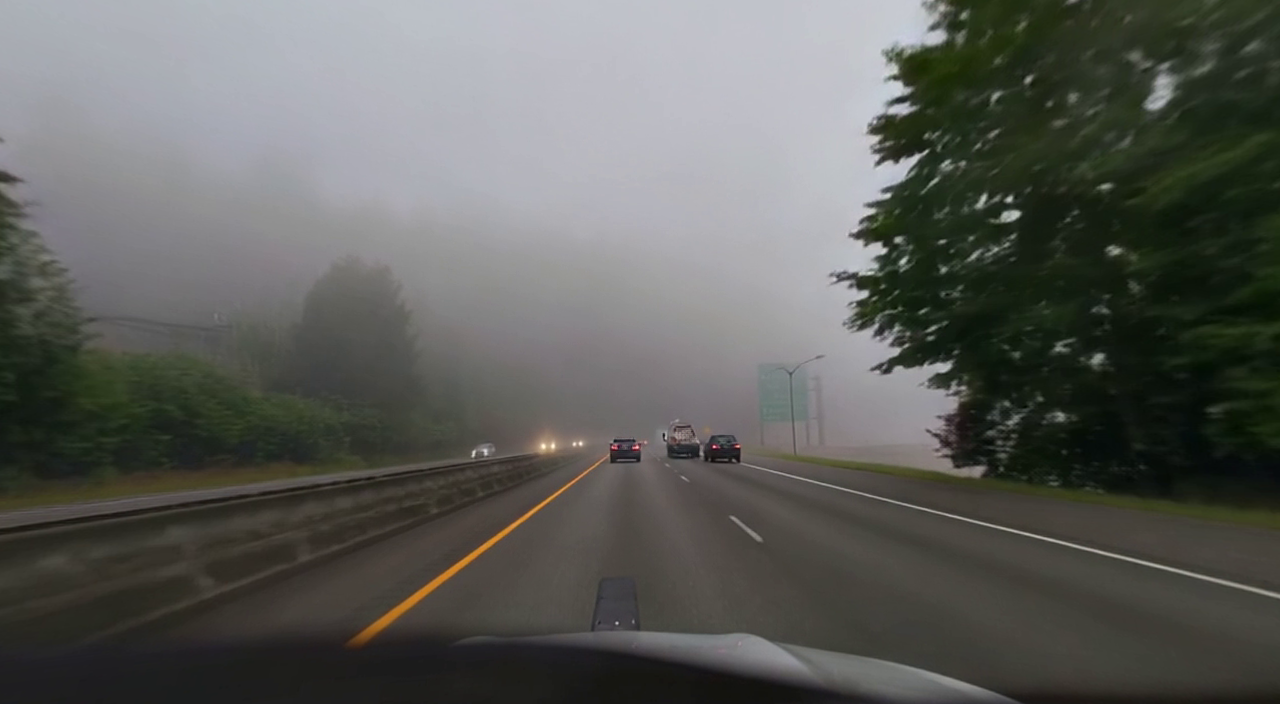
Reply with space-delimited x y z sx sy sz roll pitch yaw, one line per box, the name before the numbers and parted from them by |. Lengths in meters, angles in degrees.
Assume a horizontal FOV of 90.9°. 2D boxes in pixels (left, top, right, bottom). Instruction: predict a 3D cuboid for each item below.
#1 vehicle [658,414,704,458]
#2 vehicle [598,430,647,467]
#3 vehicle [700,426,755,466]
vehicle | 2.944 6.319 47.479 2.728 3.053 7.708 0 -8 -1
vehicle | -0.837 4.673 30.819 2.206 1.681 4.111 0 -8 -1
vehicle | 4.375 4.758 32.169 2.073 1.905 4.023 0 -8 -2
